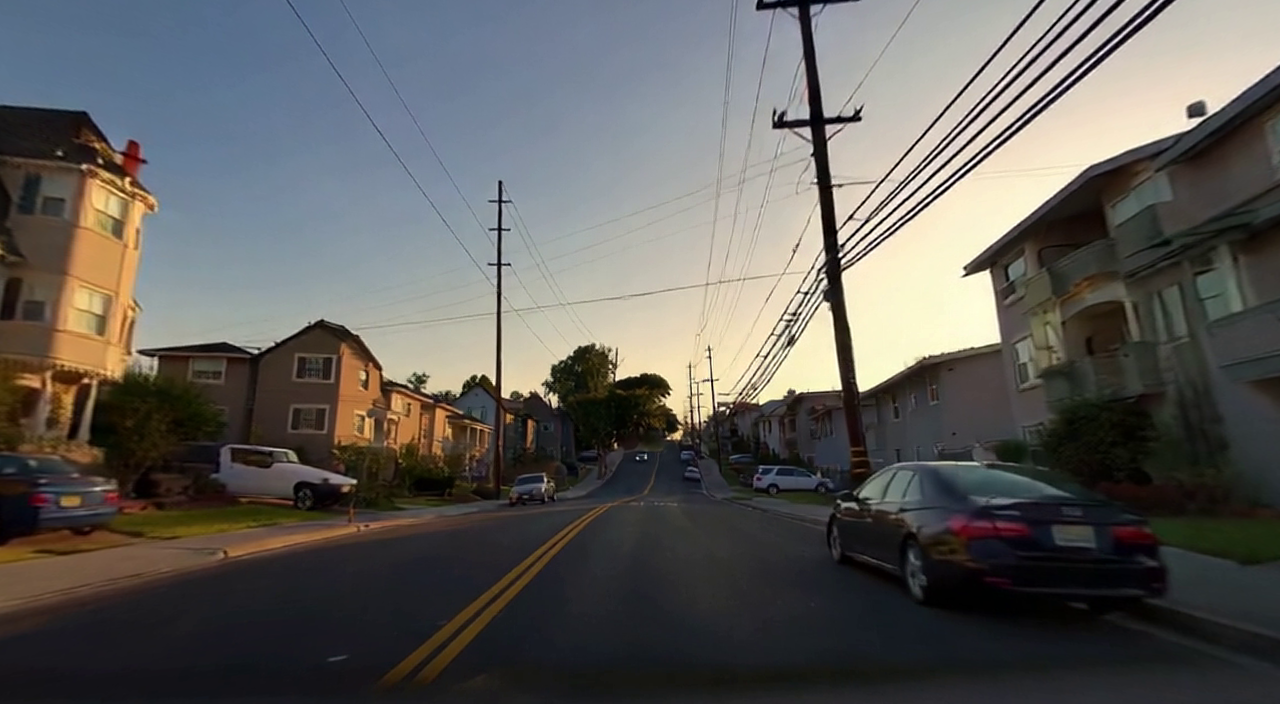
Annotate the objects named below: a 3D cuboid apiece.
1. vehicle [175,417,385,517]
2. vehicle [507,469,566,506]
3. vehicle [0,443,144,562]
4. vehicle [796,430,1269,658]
[{"bbox_3d":[-12.115,4.019,21.615,5.503,2.906,2.584,-3,-15,1],"label":"vehicle"},{"bbox_3d":[-5.477,7.281,33.909,2.156,1.764,4.410,-3,-12,4],"label":"vehicle"},{"bbox_3d":[-11.415,2.585,11.518,4.526,1.806,2.043,-5,-9,31],"label":"vehicle"},{"bbox_3d":[3.190,1.692,6.468,1.945,1.500,4.363,0,-11,-1],"label":"vehicle"}]
